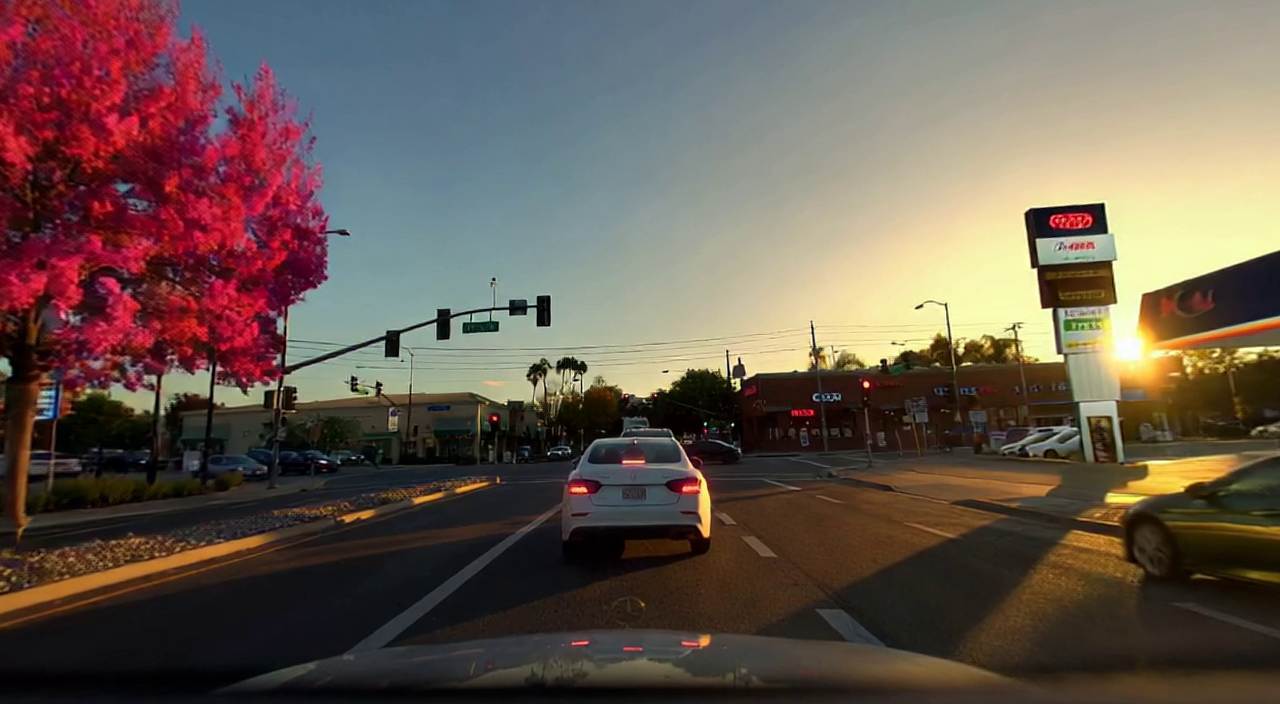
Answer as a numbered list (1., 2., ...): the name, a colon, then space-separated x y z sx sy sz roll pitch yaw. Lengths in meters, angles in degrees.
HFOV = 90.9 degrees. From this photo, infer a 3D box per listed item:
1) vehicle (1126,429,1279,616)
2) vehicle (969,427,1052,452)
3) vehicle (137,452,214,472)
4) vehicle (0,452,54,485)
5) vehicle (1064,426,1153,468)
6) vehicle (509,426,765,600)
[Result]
1. vehicle: 6.188 1.292 4.481 1.942 1.511 4.390 0 -8 0
2. vehicle: 27.123 6.424 46.284 4.664 1.728 2.171 -1 -8 3
3. vehicle: -34.881 8.272 47.361 4.466 1.438 1.837 -1 -8 5
4. vehicle: -33.302 6.037 32.897 2.186 1.588 4.686 3 -9 -20
5. vehicle: 18.589 3.756 24.913 4.300 1.495 2.053 8 -12 -44
6. vehicle: -0.055 1.694 7.554 2.213 1.482 4.057 0 -8 -1
